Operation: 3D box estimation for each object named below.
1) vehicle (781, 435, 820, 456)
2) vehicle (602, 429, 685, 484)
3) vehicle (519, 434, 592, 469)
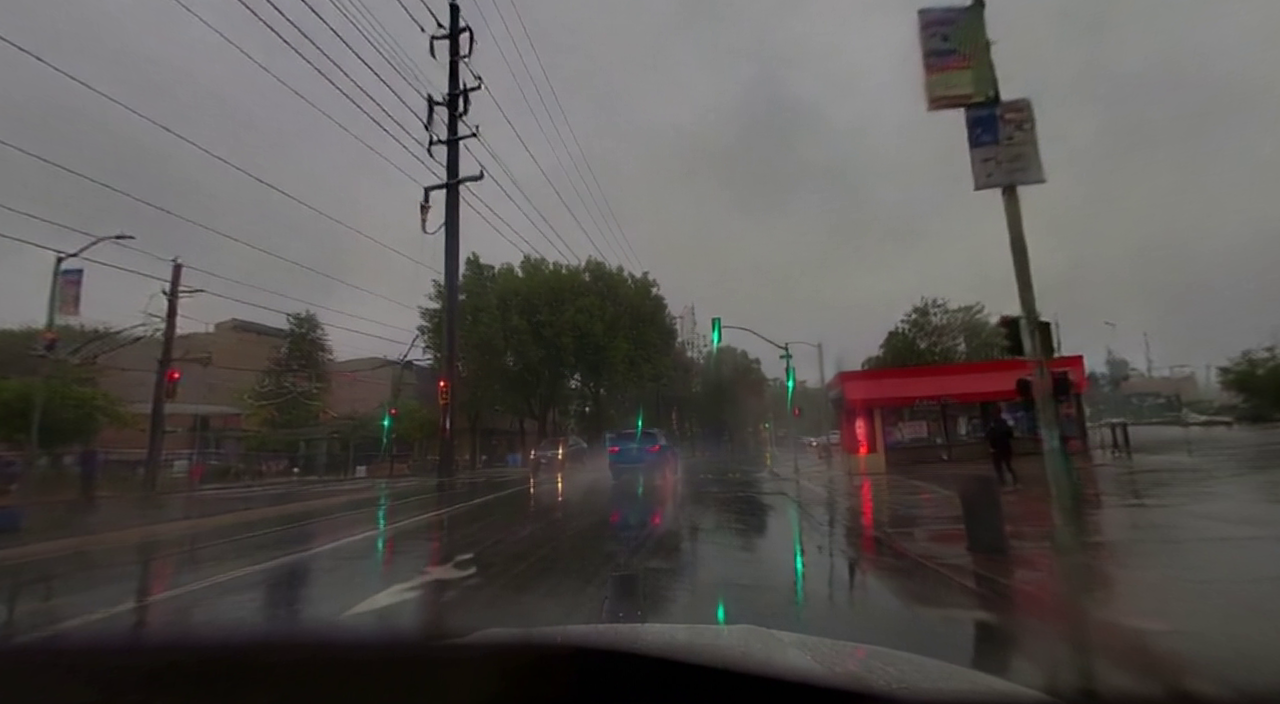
[{"bbox_3d":[11.890,6.897,46.671,2.006,1.470,4.099,-4,-9,25],"label":"vehicle"},{"bbox_3d":[0.253,3.643,22.311,2.101,1.721,4.364,-2,-9,11],"label":"vehicle"},{"bbox_3d":[-4.308,5.210,33.143,2.017,1.684,4.483,-3,-9,18],"label":"vehicle"}]
